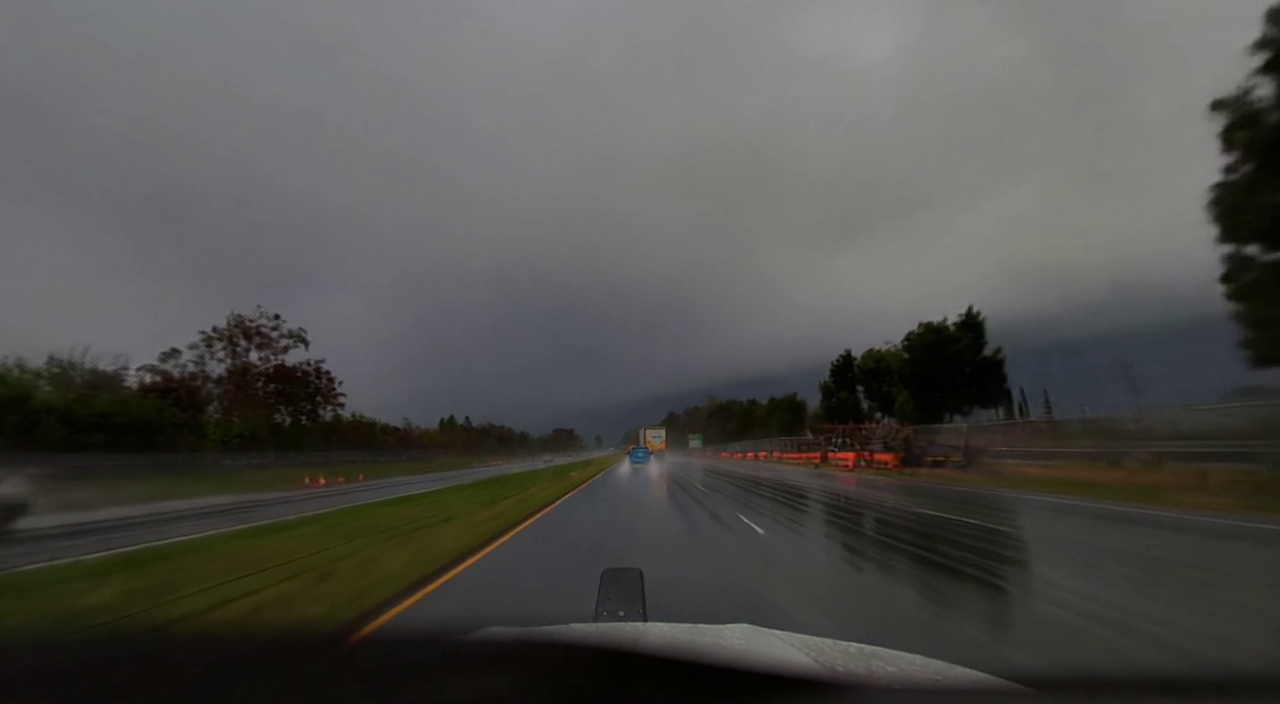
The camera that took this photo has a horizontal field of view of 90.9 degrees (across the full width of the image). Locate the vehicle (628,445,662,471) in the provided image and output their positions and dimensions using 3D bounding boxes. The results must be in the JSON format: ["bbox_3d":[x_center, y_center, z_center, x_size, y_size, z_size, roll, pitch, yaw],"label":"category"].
[{"bbox_3d":[0.297,6.804,40.634,2.065,1.573,3.734,0,-9,-1],"label":"vehicle"}]
